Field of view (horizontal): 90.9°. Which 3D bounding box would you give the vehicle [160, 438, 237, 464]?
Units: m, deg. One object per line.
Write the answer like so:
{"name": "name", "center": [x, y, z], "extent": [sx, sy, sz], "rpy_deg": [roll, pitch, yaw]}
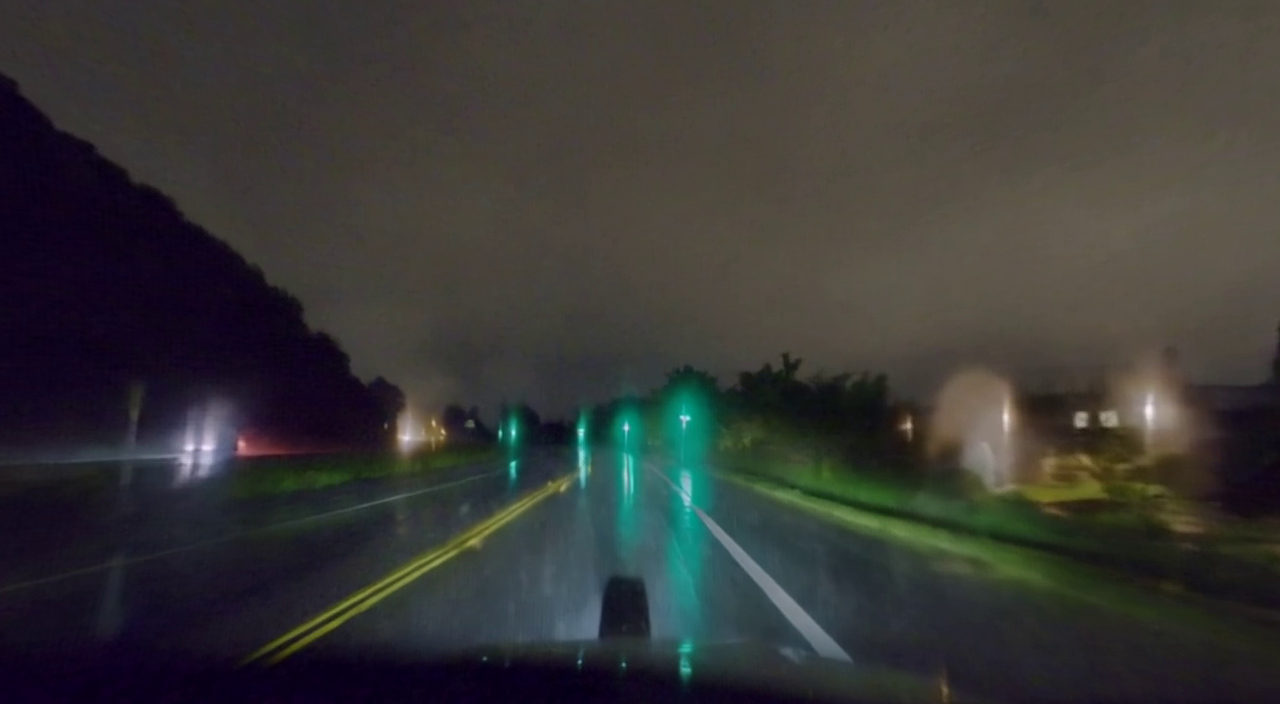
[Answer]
{"name": "vehicle", "center": [-27.322, 6.149, 39.188], "extent": [1.826, 1.469, 4.432], "rpy_deg": [0, -9, -4]}
